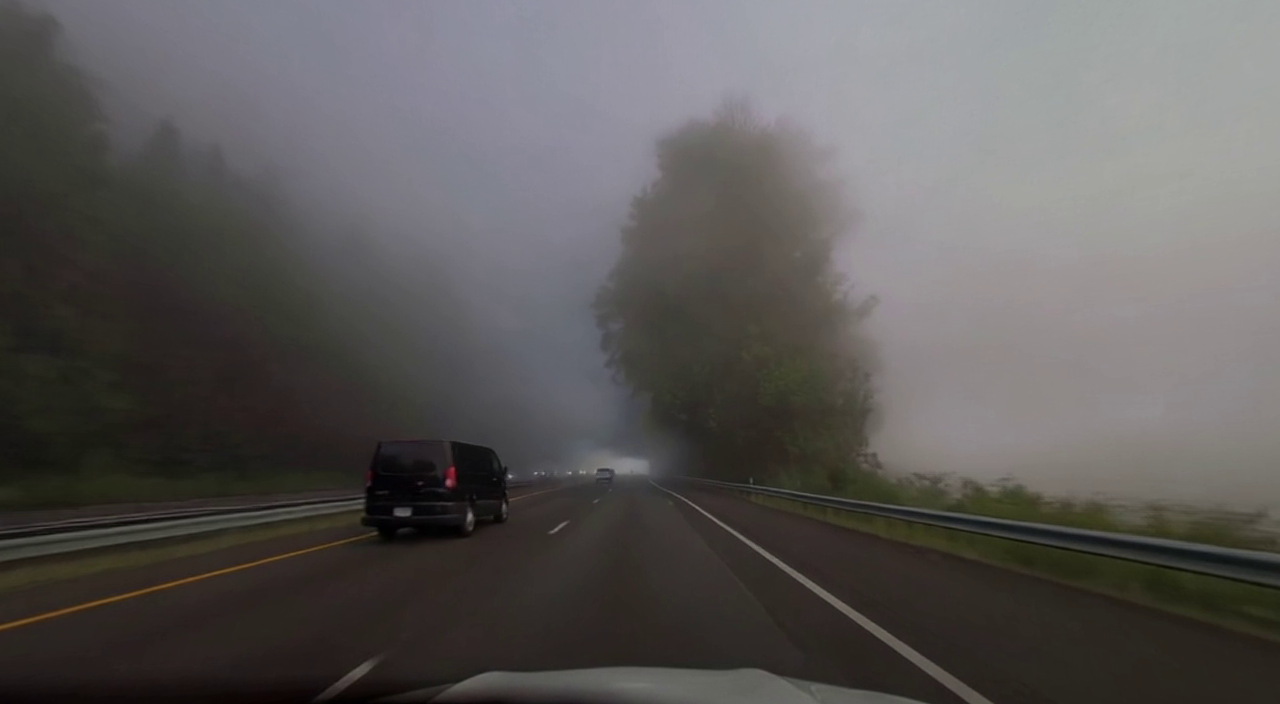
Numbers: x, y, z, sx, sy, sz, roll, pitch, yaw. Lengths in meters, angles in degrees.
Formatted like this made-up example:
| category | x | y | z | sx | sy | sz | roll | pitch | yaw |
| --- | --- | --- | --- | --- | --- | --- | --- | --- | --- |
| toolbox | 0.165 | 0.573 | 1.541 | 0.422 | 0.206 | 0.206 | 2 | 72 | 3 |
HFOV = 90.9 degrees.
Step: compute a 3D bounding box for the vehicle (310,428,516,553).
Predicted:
| category | x | y | z | sx | sy | sz | roll | pitch | yaw |
| --- | --- | --- | --- | --- | --- | --- | --- | --- | --- |
| vehicle | -3.890 | 2.524 | 11.886 | 2.100 | 1.824 | 4.634 | 1 | -11 | 0 |
